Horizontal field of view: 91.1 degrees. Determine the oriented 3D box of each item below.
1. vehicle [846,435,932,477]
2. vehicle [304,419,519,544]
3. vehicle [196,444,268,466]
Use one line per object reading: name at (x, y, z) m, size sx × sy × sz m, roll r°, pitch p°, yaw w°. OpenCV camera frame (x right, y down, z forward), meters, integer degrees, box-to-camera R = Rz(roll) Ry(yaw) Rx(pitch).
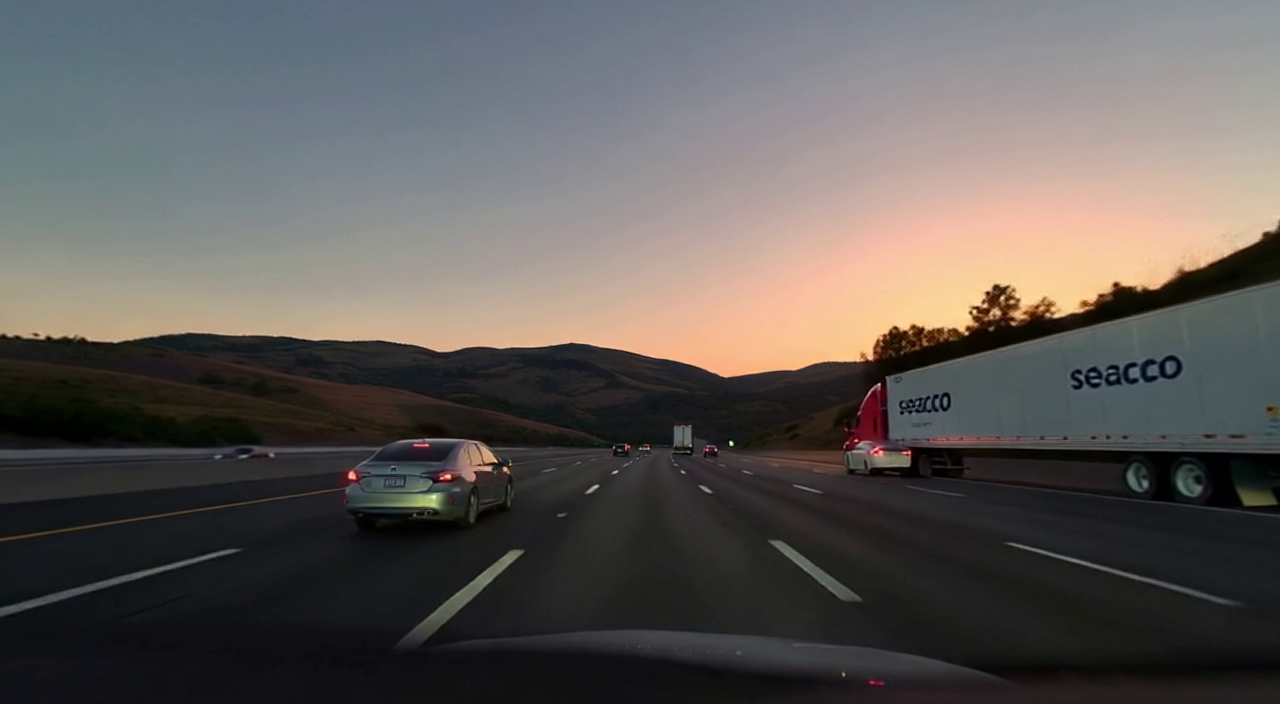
vehicle at (11.234, 4.730, 28.727) m, size 2.062 × 1.736 × 4.589 m, roll 0°, pitch -8°, yaw 0°
vehicle at (-3.348, 1.978, 10.167) m, size 1.967 × 1.615 × 3.886 m, roll 0°, pitch -8°, yaw 1°
vehicle at (-29.296, 7.399, 45.256) m, size 1.932 × 1.497 × 4.792 m, roll 0°, pitch -8°, yaw 1°
